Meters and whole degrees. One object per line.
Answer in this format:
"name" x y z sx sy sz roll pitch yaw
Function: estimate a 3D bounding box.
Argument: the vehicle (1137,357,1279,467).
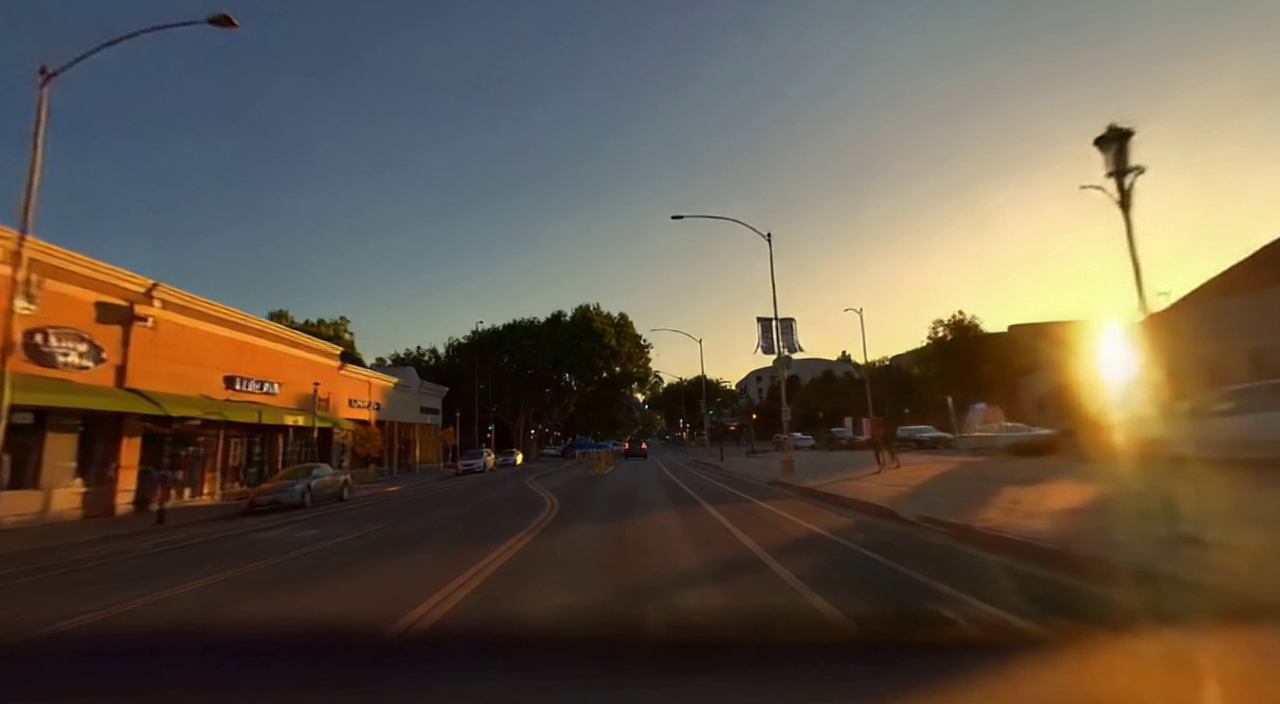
"vehicle" 12.965 1.179 12.138 2.532 1.997 5.001 0 -8 -3

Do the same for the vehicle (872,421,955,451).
"vehicle" 16.867 5.227 39.196 4.135 1.753 2.122 0 -9 1

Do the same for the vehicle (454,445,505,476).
"vehicle" -10.864 7.356 43.141 2.033 1.930 4.786 0 -8 2

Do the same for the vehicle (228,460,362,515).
"vehicle" -10.998 4.312 20.599 1.828 1.470 4.523 0 -8 0

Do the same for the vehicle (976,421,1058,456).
"vehicle" 17.075 3.957 28.876 1.773 1.446 4.421 -2 -8 11
